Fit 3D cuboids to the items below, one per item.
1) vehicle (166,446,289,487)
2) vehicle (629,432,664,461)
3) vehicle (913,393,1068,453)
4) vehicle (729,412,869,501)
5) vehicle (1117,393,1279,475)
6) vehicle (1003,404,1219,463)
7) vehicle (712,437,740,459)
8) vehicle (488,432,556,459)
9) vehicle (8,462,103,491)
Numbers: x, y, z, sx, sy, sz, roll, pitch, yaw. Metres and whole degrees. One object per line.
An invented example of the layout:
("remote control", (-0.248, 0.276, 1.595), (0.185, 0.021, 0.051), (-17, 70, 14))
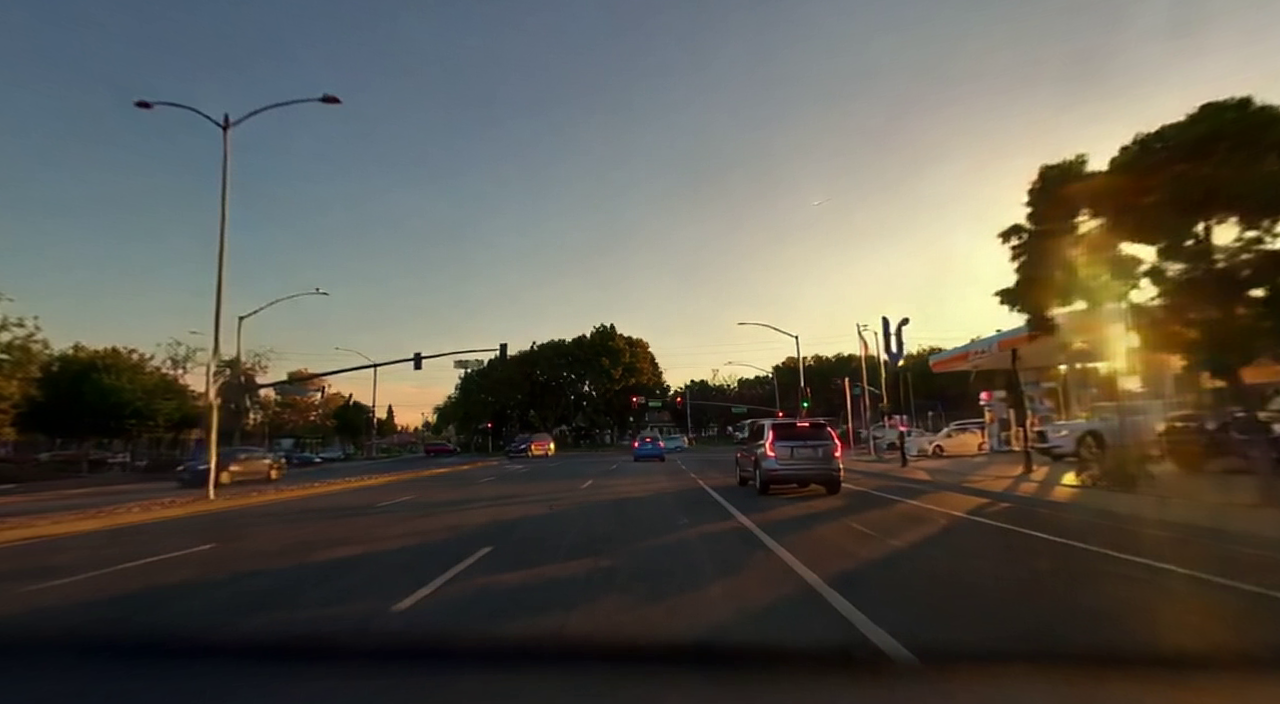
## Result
("vehicle", (-17.996, 4.985, 27.812), (1.883, 1.623, 4.588), (-1, -9, 8))
("vehicle", (0.444, 5.895, 39.483), (2.067, 1.702, 3.987), (0, -8, 2))
("vehicle", (16.487, 3.423, 29.897), (5.790, 2.675, 2.554), (1, -8, -4))
("vehicle", (3.528, 2.441, 14.949), (2.083, 1.779, 4.347), (0, -8, -1))
("vehicle", (16.239, 2.107, 16.939), (5.066, 1.770, 2.080), (-5, -7, -2))
("vehicle", (16.189, 2.845, 21.926), (5.659, 1.947, 2.165), (0, -8, 1))
("vehicle", (5.806, 6.558, 43.009), (1.719, 1.420, 4.007), (-1, -8, 6))
("vehicle", (-9.158, 7.347, 49.479), (2.191, 1.984, 5.431), (-5, -10, 31))
("vehicle", (-39.662, 8.448, 42.896), (4.632, 1.454, 1.808), (2, -9, -42))
